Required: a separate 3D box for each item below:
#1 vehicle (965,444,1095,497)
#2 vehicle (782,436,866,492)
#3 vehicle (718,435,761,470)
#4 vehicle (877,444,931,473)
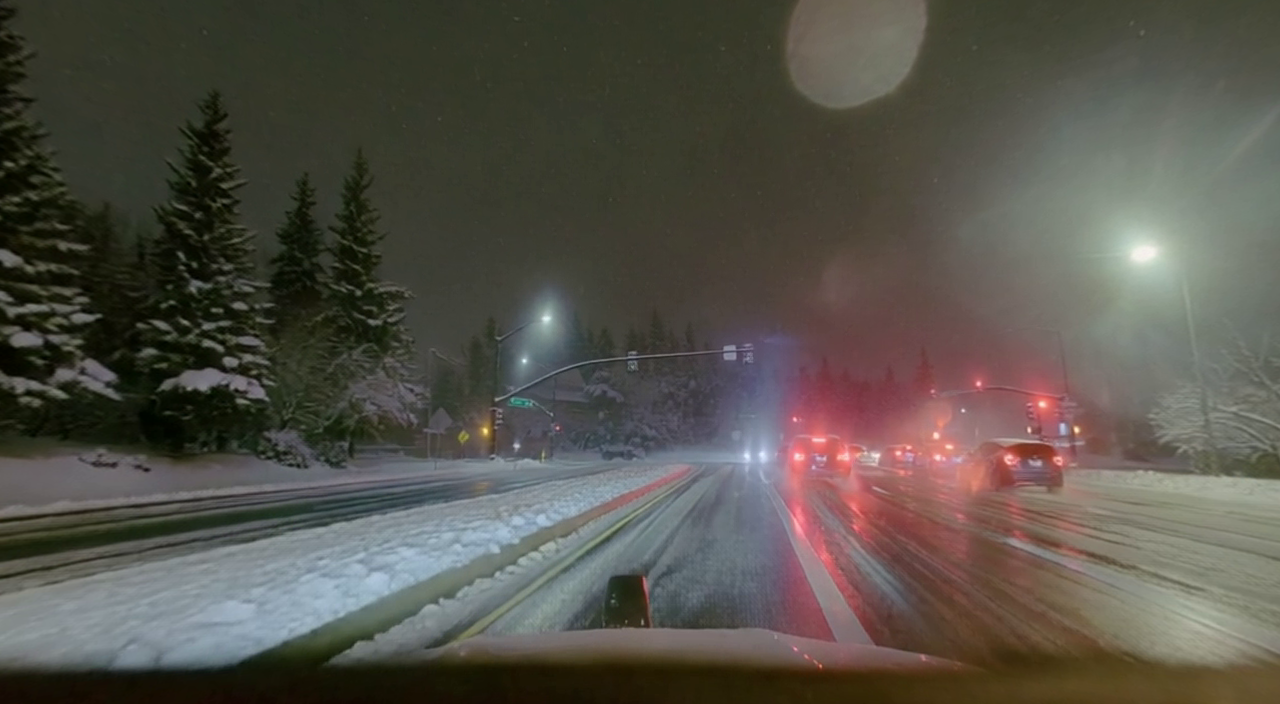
[{"bbox_3d":[12.090,3.659,19.924,1.884,1.422,4.262,-1,-8,8],"label":"vehicle"},{"bbox_3d":[5.757,3.513,20.210,2.078,1.578,4.107,-1,-8,10],"label":"vehicle"},{"bbox_3d":[5.636,5.664,35.783,2.245,1.800,4.522,-1,-8,8],"label":"vehicle"},{"bbox_3d":[15.257,6.146,36.624,1.901,1.484,4.093,-1,-8,8],"label":"vehicle"}]
